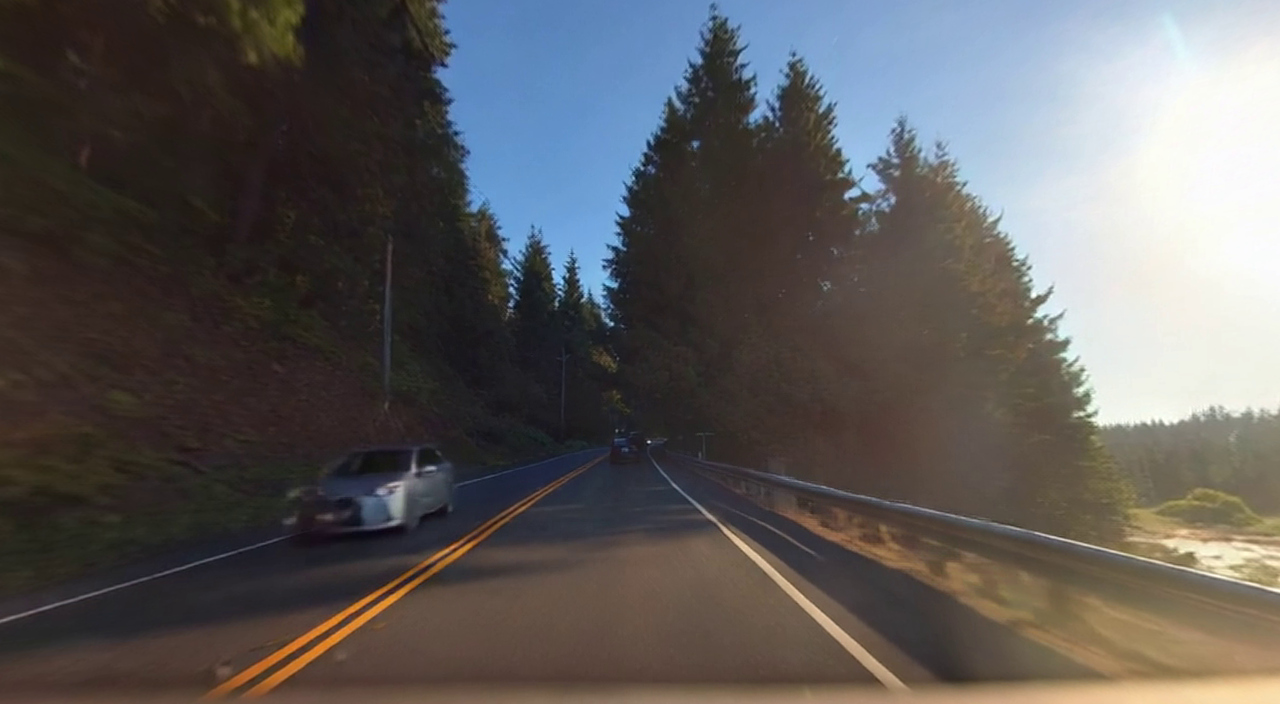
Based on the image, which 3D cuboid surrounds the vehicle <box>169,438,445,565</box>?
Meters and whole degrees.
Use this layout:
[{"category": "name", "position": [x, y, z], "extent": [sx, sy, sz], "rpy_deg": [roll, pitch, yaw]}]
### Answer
[{"category": "vehicle", "position": [-4.963, 2.249, 10.286], "extent": [2.200, 1.588, 4.150], "rpy_deg": [-1, -9, 1]}]

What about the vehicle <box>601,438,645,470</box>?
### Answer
[{"category": "vehicle", "position": [-0.892, 5.206, 32.457], "extent": [2.120, 1.491, 4.349], "rpy_deg": [-1, -9, -2]}]
